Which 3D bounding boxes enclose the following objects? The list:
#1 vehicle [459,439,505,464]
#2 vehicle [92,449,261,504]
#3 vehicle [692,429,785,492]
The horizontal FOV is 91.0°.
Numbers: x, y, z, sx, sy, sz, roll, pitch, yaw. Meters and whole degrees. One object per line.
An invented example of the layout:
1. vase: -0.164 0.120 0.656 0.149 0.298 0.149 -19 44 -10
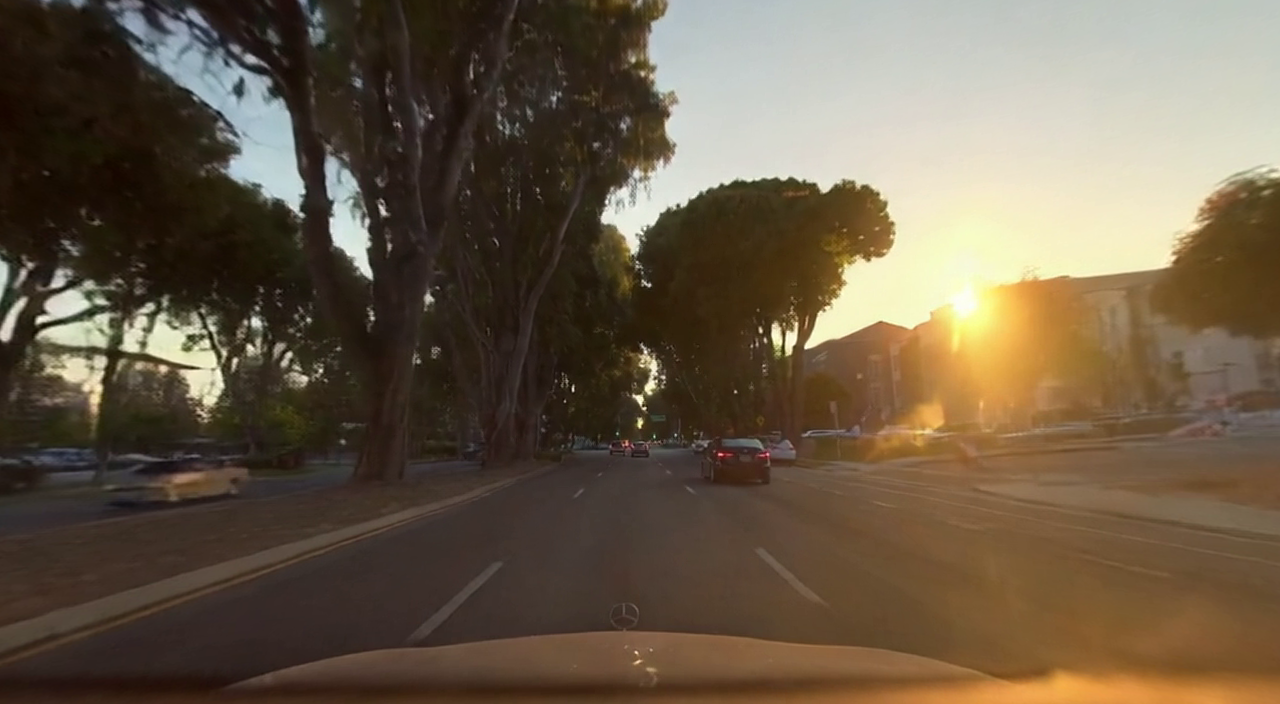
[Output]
1. vehicle: -11.740 7.434 47.010 2.207 1.745 4.717 -1 -9 0
2. vehicle: -14.288 3.825 19.837 1.862 1.485 4.611 -1 -9 -1
3. vehicle: 2.826 3.244 19.095 2.022 1.656 4.025 -1 -9 -2
